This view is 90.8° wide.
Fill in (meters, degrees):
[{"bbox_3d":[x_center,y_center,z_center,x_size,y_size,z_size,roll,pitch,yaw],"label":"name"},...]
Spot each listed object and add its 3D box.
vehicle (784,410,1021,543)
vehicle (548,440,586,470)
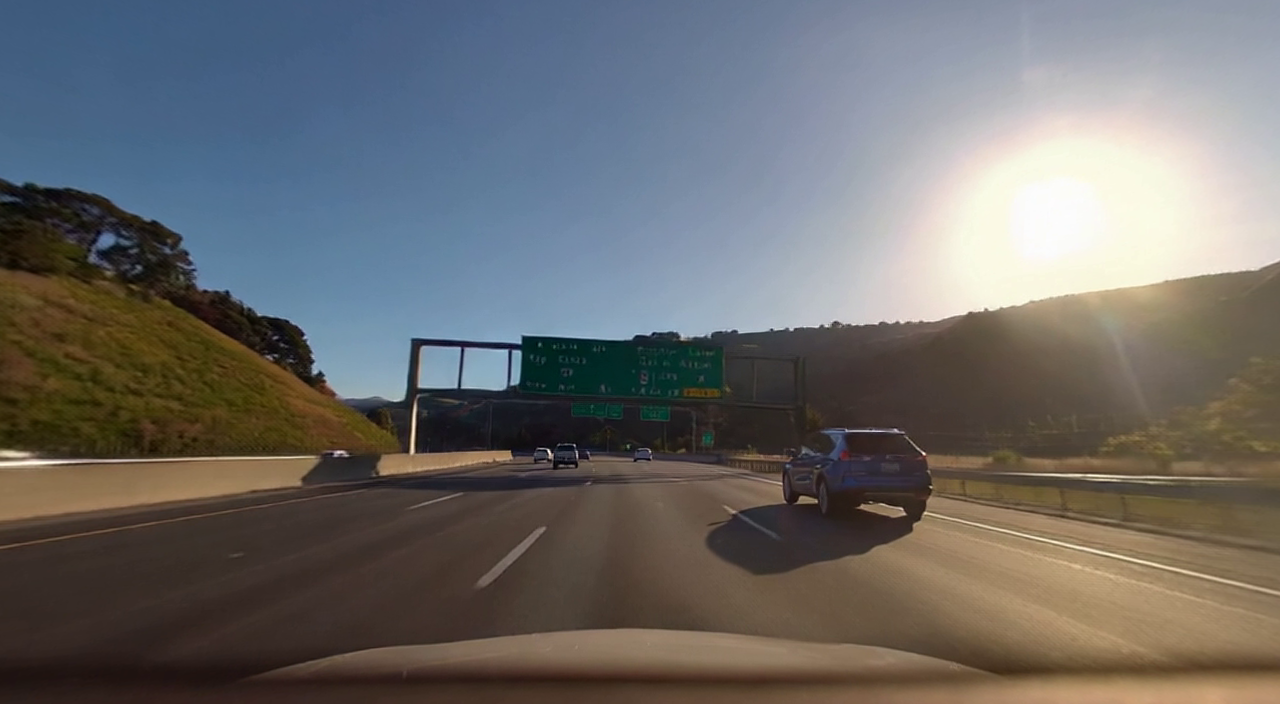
[{"bbox_3d":[4.362,2.162,11.607,2.103,1.903,4.837,0,-9,-2],"label":"vehicle"},{"bbox_3d":[-5.552,7.894,48.583,2.537,2.121,5.251,0,-9,-3],"label":"vehicle"}]
